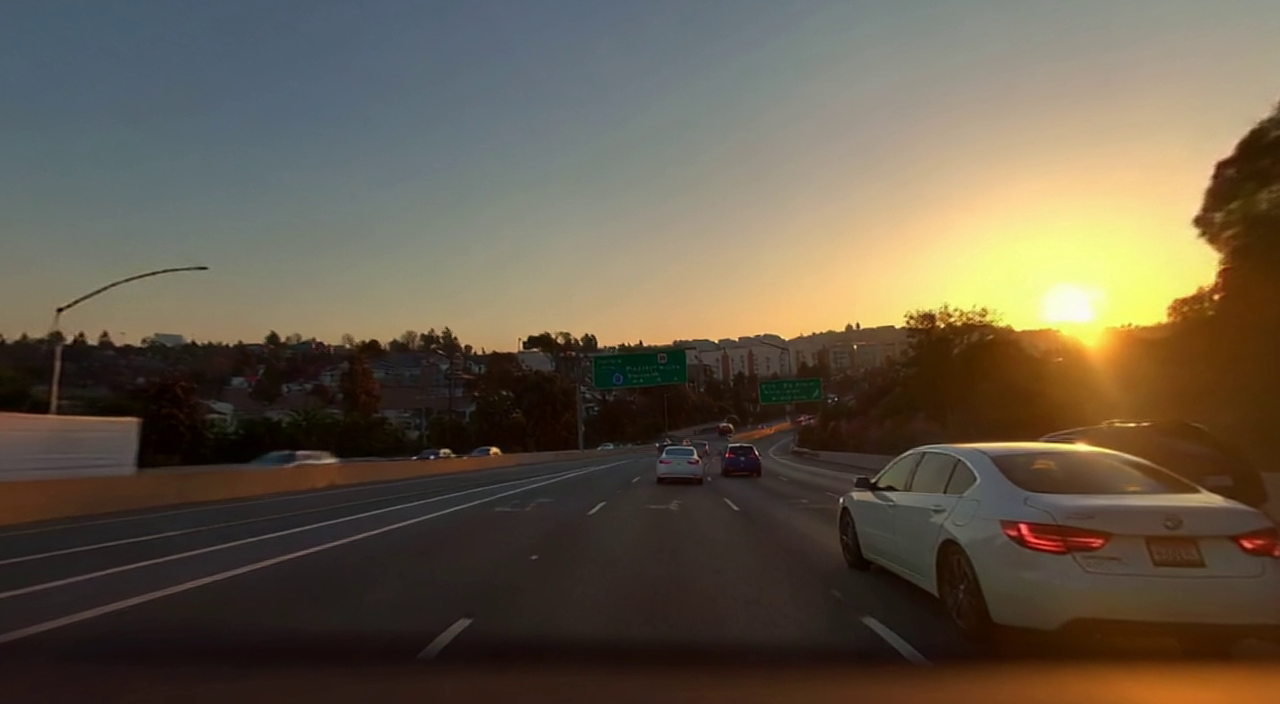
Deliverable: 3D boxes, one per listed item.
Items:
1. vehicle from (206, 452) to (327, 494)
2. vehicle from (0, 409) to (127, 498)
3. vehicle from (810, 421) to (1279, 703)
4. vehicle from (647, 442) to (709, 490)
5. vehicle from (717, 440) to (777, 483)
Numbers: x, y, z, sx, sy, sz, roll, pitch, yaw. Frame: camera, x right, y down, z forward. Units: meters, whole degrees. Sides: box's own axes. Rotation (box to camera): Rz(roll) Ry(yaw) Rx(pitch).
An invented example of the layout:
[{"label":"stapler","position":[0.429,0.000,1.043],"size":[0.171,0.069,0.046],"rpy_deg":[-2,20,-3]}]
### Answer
[{"label":"vehicle","position":[-15.057,4.866,25.720],"size":[1.973,1.532,4.450],"rpy_deg":[-1,-9,4]},{"label":"vehicle","position":[-22.913,3.597,22.412],"size":[3.098,2.950,6.966],"rpy_deg":[0,-9,2]},{"label":"vehicle","position":[3.103,1.462,5.602],"size":[2.009,1.489,4.559],"rpy_deg":[0,-9,1]},{"label":"vehicle","position":[1.376,4.128,23.092],"size":[2.074,1.614,3.803],"rpy_deg":[-1,-9,3]},{"label":"vehicle","position":[4.581,4.770,27.683],"size":[2.076,1.684,4.241],"rpy_deg":[0,-9,3]}]
